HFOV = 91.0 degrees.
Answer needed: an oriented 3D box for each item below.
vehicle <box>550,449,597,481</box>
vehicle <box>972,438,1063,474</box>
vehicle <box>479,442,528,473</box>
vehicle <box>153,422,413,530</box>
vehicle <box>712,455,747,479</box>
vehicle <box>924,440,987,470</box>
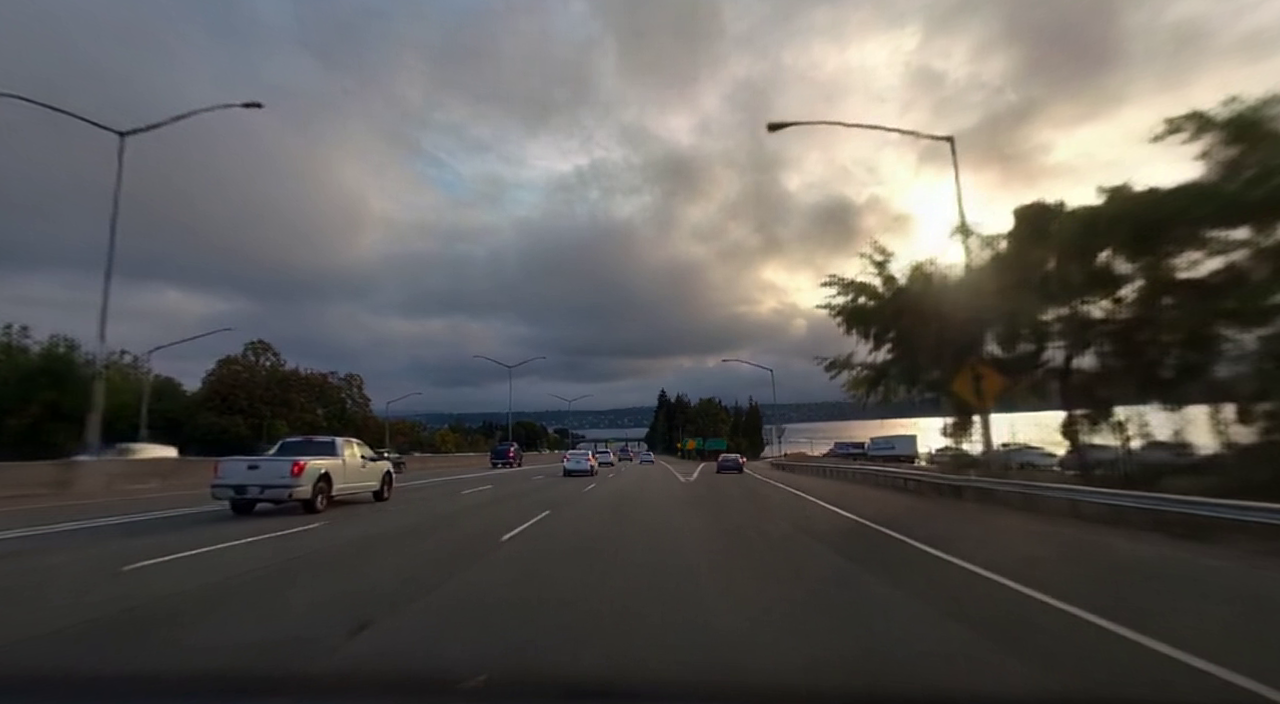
[{"bbox_3d":[-3.827,6.592,36.975,2.132,1.708,4.571,0,-9,1],"label":"vehicle"},{"bbox_3d":[24.598,6.820,41.479,2.456,2.117,6.561,-1,-9,5],"label":"vehicle"},{"bbox_3d":[-10.554,8.181,49.128,2.442,2.191,5.760,0,-9,1],"label":"vehicle"},{"bbox_3d":[-7.289,2.600,13.904,2.250,1.870,5.647,0,-9,2],"label":"vehicle"},{"bbox_3d":[6.328,8.172,45.016,2.153,1.510,4.646,0,-9,4],"label":"vehicle"},{"bbox_3d":[24.327,8.025,48.778,2.129,2.095,4.928,-2,-10,-2],"label":"vehicle"}]
